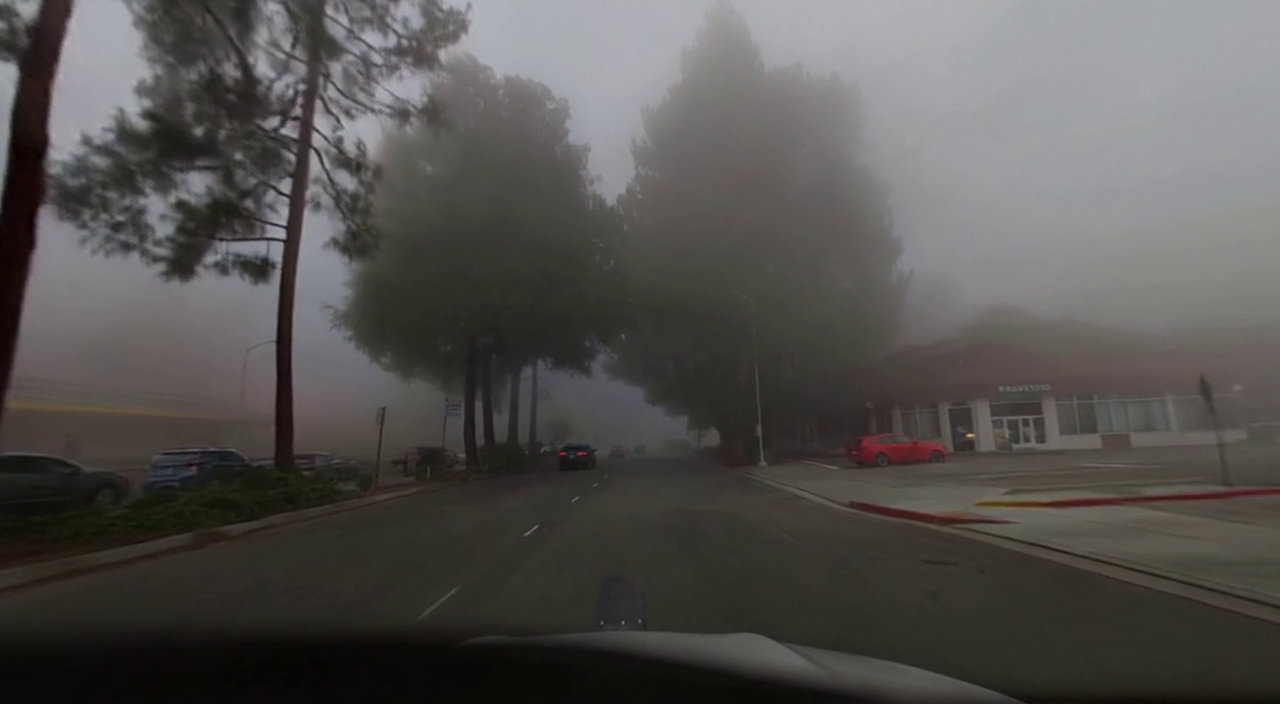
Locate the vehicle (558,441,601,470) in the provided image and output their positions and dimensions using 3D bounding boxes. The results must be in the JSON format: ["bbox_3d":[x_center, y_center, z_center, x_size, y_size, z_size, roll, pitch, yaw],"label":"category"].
[{"bbox_3d":[-3.316,5.780,35.206,1.966,1.481,4.385,0,-8,0],"label":"vehicle"}]

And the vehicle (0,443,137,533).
[{"bbox_3d":[-11.760,2.385,11.170,1.959,1.488,4.390,0,-8,0],"label":"vehicle"}]

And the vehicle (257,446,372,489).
[{"bbox_3d":[-12.136,4.294,23.778,1.948,1.453,4.431,0,-8,0],"label":"vehicle"}]

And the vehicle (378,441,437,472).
[{"bbox_3d":[-15.062,6.765,40.997,1.936,1.813,4.921,-1,-8,0],"label":"vehicle"}]

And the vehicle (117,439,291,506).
[{"bbox_3d":[-11.918,3.280,17.583,1.852,1.621,4.166,0,-8,0],"label":"vehicle"}]

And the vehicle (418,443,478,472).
[{"bbox_3d":[-11.829,6.514,39.016,2.024,1.656,4.837,-1,-8,2],"label":"vehicle"}]

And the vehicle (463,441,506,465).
[{"bbox_3d":[-11.408,7.459,46.408,2.044,1.649,4.211,0,-8,0],"label":"vehicle"}]

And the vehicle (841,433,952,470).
[{"bbox_3d":[11.031,4.304,27.230,3.935,1.518,1.985,0,-8,-1],"label":"vehicle"}]
